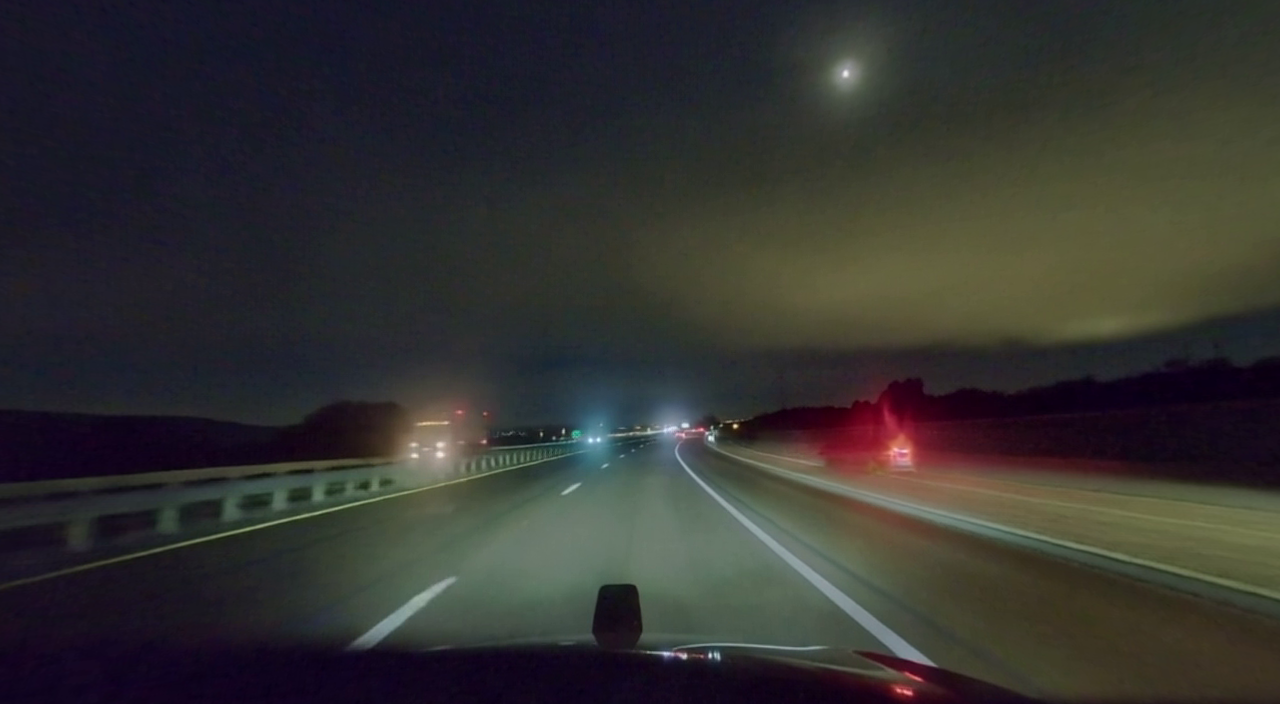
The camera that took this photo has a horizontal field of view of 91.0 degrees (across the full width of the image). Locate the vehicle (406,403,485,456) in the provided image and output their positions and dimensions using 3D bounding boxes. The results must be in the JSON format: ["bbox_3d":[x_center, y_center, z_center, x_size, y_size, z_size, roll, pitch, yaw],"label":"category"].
[{"bbox_3d":[-14.485,5.964,47.801,2.791,3.613,8.984,0,-8,3],"label":"vehicle"}]
